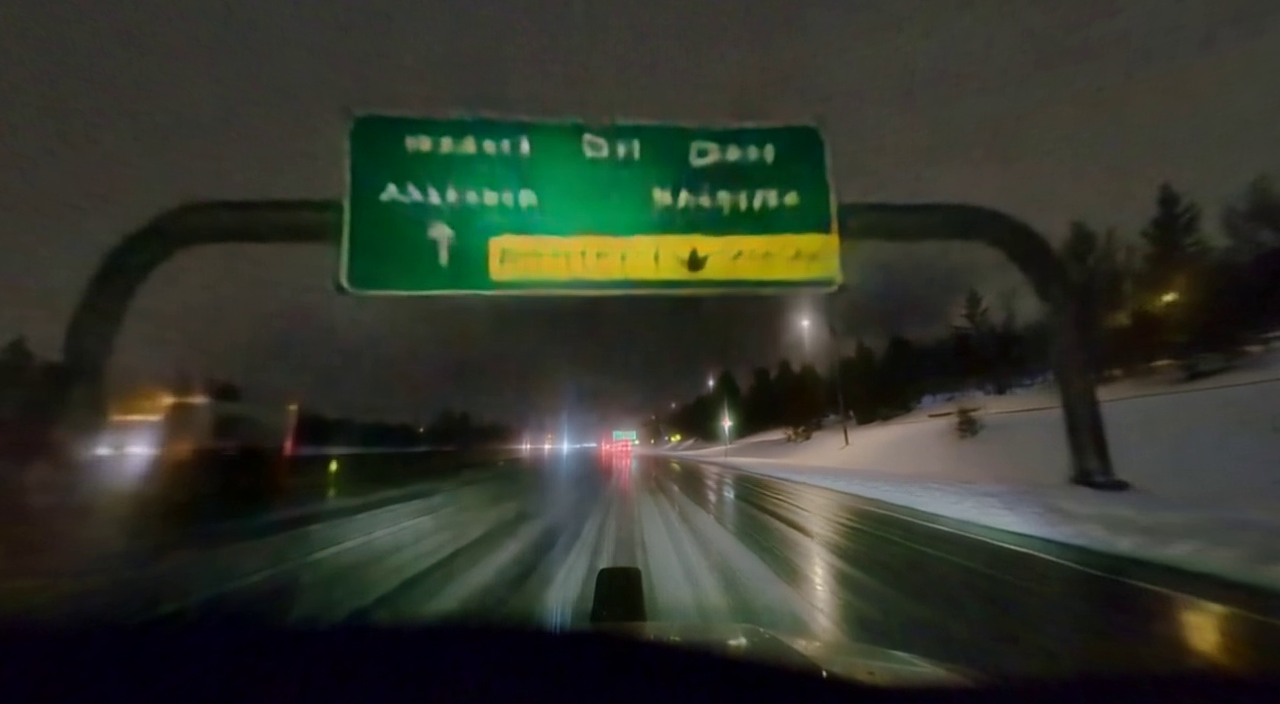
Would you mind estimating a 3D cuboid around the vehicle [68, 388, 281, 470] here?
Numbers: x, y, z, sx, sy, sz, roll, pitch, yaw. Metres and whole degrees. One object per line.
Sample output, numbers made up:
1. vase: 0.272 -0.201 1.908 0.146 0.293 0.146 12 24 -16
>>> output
1. vehicle: -25.555 4.598 36.119 2.771 3.832 12.471 0 -9 -1
